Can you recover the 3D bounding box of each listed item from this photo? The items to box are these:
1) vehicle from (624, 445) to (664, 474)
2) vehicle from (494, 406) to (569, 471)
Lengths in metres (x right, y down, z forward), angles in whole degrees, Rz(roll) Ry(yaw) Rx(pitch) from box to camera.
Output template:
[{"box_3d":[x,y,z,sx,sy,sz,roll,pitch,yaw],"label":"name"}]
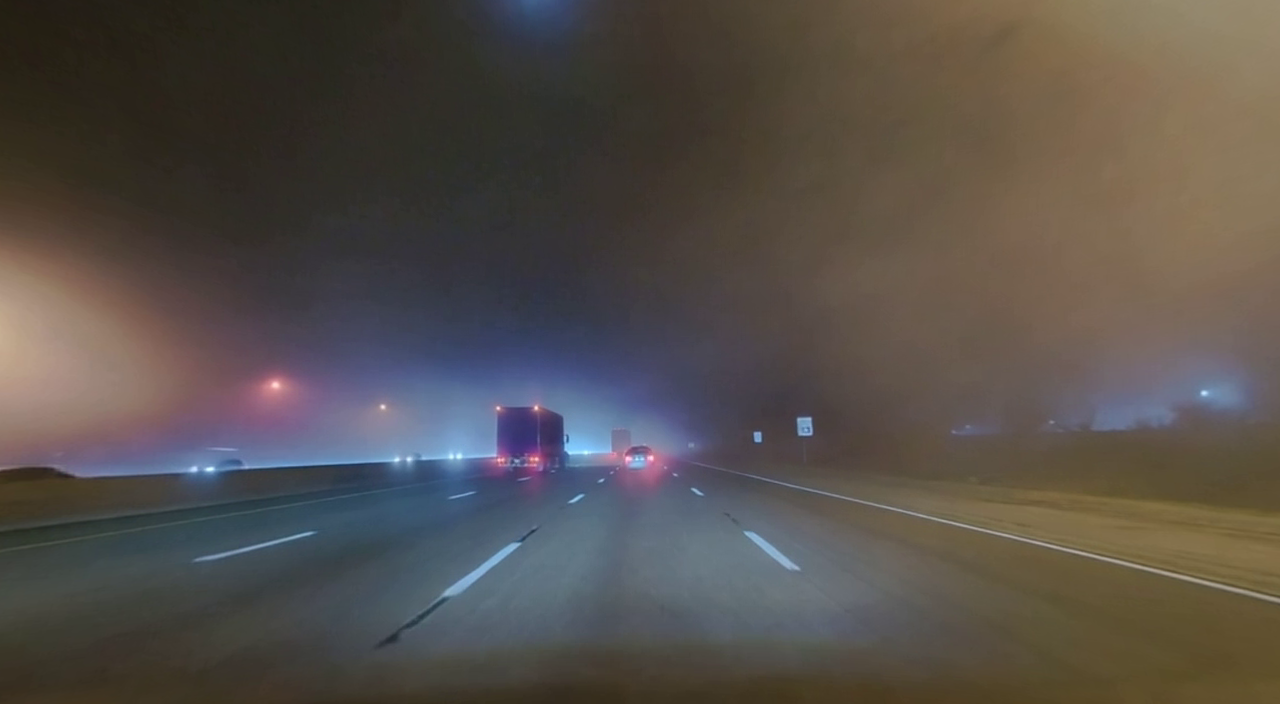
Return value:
[{"box_3d":[0.169,5.822,34.299,2.066,1.469,4.050,0,-9,-1],"label":"vehicle"},{"box_3d":[-6.984,5.922,42.632,3.067,3.804,11.136,0,-9,0],"label":"vehicle"}]
